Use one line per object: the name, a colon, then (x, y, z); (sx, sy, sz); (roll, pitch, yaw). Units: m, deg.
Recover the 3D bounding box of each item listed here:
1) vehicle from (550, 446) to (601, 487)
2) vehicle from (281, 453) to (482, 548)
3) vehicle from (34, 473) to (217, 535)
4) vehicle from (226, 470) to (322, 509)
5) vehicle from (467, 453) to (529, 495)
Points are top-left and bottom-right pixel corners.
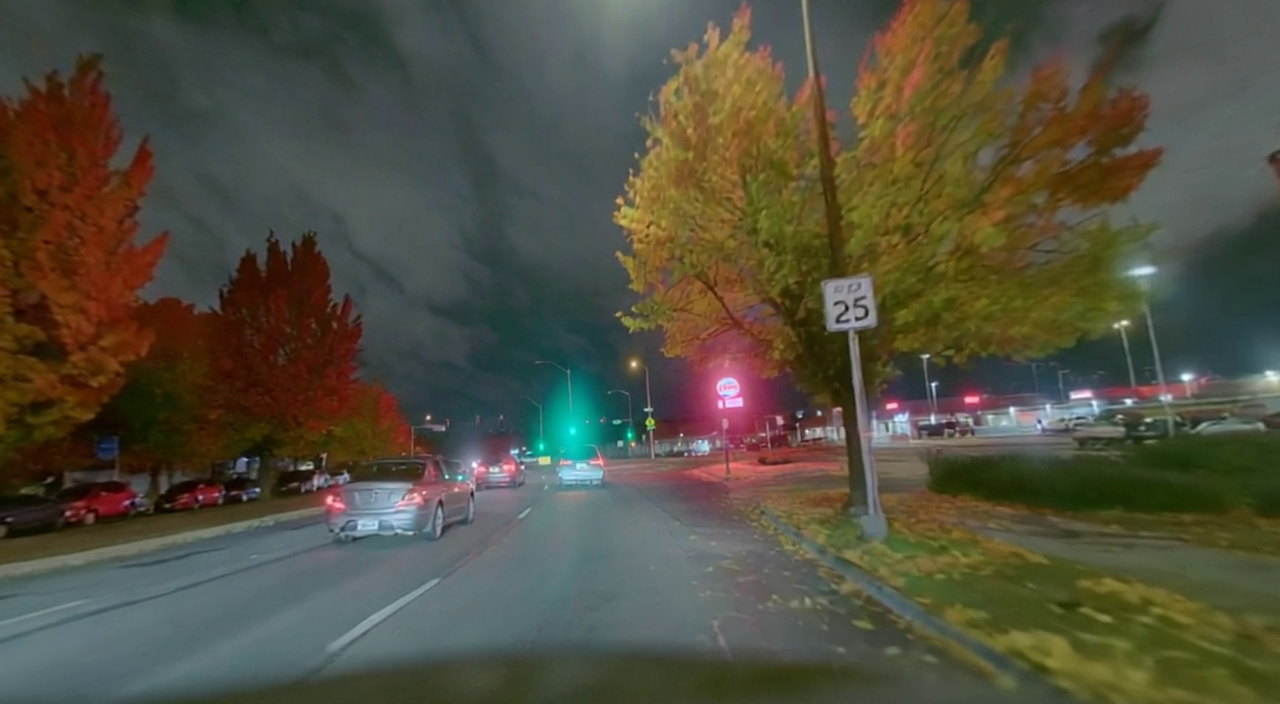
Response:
vehicle: (-3.042, 5.220, 28.960); (2.144, 1.704, 4.028); (2, -9, -8)
vehicle: (-4.848, 2.836, 12.884); (2.090, 1.506, 5.326); (1, -9, -3)
vehicle: (-16.157, 4.757, 20.205); (1.968, 1.574, 4.683); (1, -9, -1)
vehicle: (-16.743, 6.284, 29.129); (2.010, 1.530, 4.534); (1, -9, -5)
vehicle: (-5.732, 4.945, 25.929); (1.974, 1.549, 4.603); (2, -9, -7)
